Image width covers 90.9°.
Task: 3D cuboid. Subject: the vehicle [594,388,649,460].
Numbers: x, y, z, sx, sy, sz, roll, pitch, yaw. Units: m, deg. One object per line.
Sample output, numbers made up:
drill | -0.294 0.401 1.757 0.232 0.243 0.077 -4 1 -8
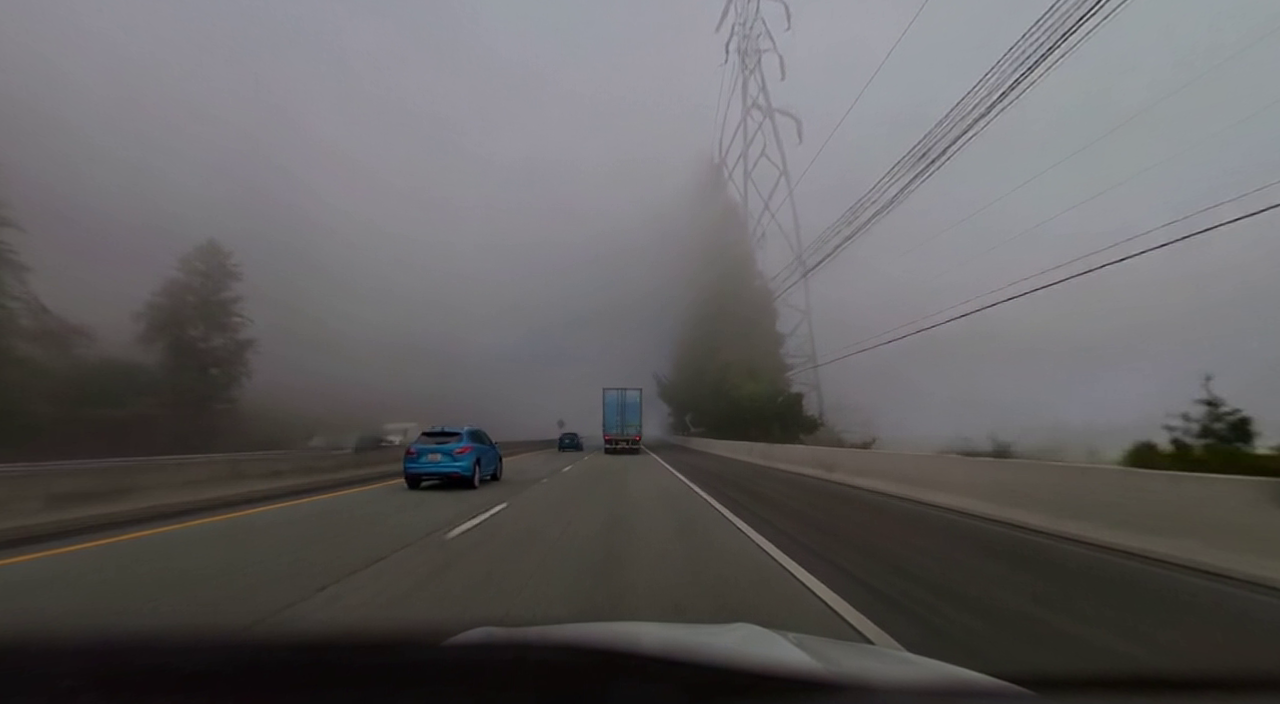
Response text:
vehicle | -1.122 4.524 38.865 2.955 3.851 9.915 0 -8 -2

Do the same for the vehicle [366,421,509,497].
vehicle | -4.803 2.589 15.751 2.117 1.618 4.480 0 -8 -1
